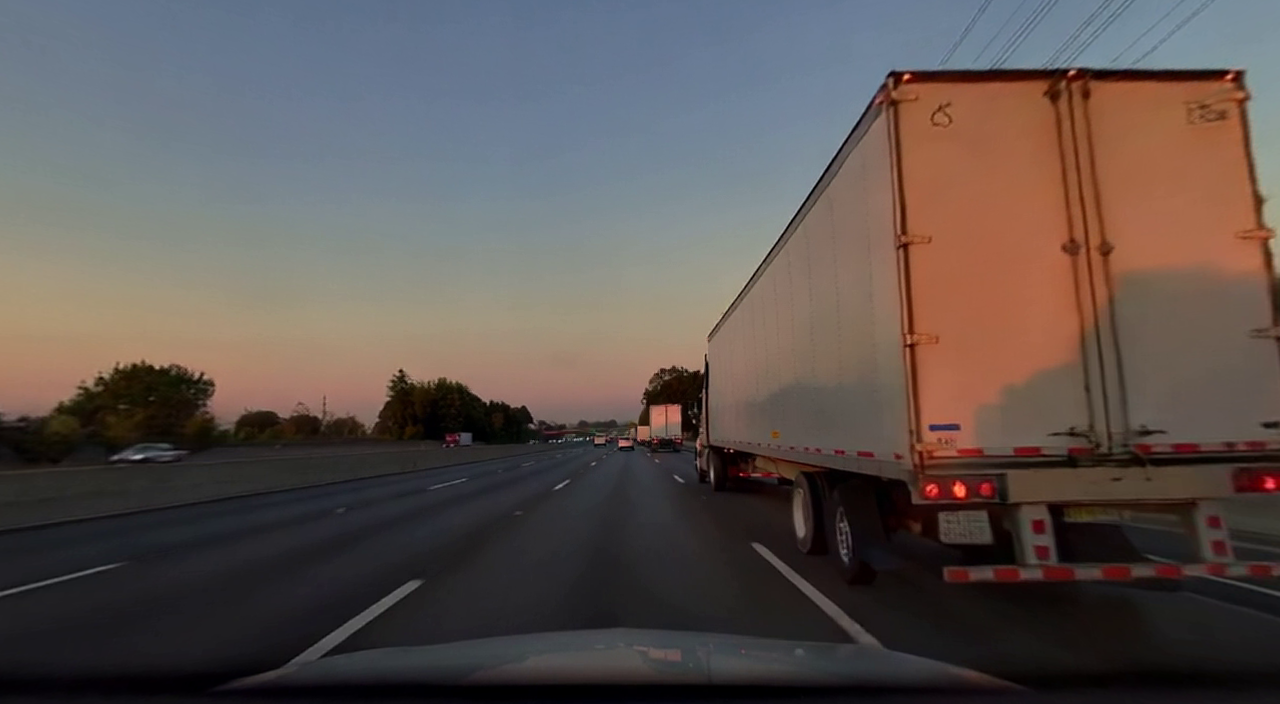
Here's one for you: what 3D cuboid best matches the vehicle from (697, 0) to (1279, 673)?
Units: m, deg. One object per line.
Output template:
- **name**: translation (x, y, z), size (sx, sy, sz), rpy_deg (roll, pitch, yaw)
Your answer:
- **vehicle**: translation (3.325, 0.674, 10.752), size (2.905, 4.080, 14.157), rpy_deg (0, -8, -2)
